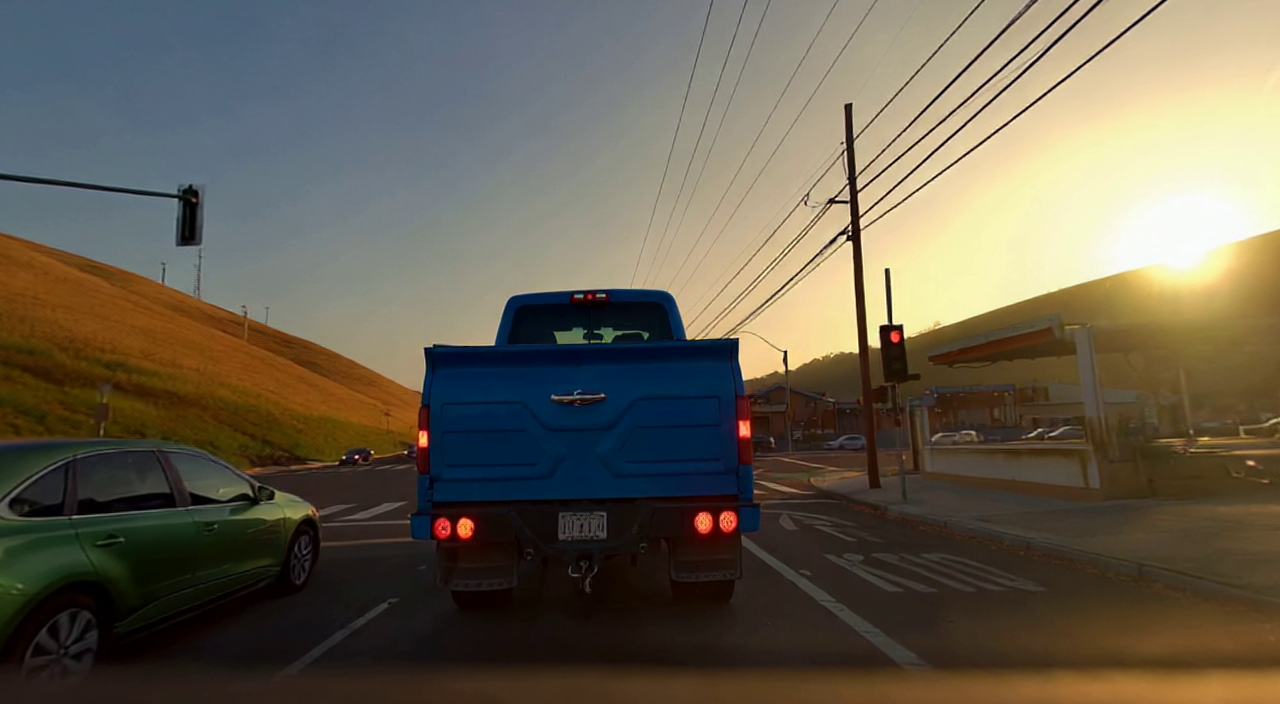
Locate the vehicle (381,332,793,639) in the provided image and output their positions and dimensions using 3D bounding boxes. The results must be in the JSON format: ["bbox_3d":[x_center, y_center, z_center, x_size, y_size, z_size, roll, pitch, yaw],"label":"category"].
[{"bbox_3d":[-0.420,1.322,7.200,2.859,2.144,5.406,0,-9,-1],"label":"vehicle"}]

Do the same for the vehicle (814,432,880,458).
[{"bbox_3d":[14.984,6.714,45.366,4.975,1.799,2.117,7,-11,-40],"label":"vehicle"}]

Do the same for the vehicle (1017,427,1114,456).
[{"bbox_3d":[25.563,5.391,37.923,4.419,1.496,1.854,-2,-9,1],"label":"vehicle"}]

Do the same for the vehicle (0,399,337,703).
[{"bbox_3d":[-3.957,1.188,3.972,2.017,1.555,4.150,-1,-9,0],"label":"vehicle"}]

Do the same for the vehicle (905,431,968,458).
[{"bbox_3d":[20.919,6.507,44.344,5.021,1.757,2.012,7,-11,-40],"label":"vehicle"}]

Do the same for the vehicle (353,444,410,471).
[{"bbox_3d":[-17.119,7.011,41.904,2.133,1.690,4.331,0,-9,-3],"label":"vehicle"}]
